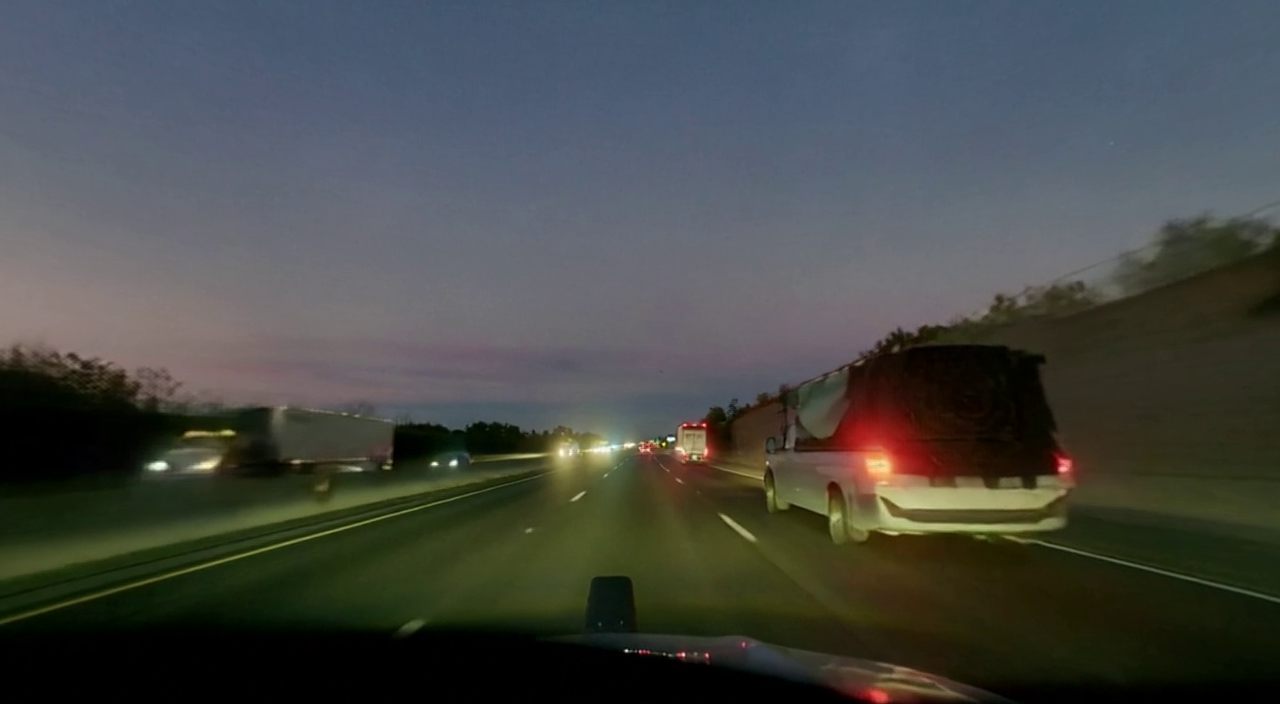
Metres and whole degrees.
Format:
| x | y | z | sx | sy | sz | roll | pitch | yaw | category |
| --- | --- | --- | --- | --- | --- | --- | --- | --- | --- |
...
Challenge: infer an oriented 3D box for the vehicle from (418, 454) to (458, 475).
| x | y | z | sx | sy | sz | roll | pitch | yaw | category |
| --- | --- | --- | --- | --- | --- | --- | --- | --- | --- |
| -14.631 | 8.129 | 45.792 | 1.641 | 1.413 | 3.718 | 0 | -9 | 0 | vehicle |

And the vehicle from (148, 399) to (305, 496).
| x | y | z | sx | sy | sz | roll | pitch | yaw | category |
| --- | --- | --- | --- | --- | --- | --- | --- | --- | --- |
| -18.849 | 4.432 | 29.351 | 3.052 | 4.014 | 5.939 | 0 | -9 | 0 | vehicle |

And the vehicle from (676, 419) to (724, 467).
| x | y | z | sx | sy | sz | roll | pitch | yaw | category |
| --- | --- | --- | --- | --- | --- | --- | --- | --- | --- |
| 4.445 | 7.033 | 48.381 | 2.771 | 3.313 | 8.121 | 0 | -9 | -1 | vehicle |

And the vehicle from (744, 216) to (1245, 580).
| x | y | z | sx | sy | sz | roll | pitch | yaw | category |
| --- | --- | --- | --- | --- | --- | --- | --- | --- | --- |
| 4.440 | 1.205 | 11.698 | 3.032 | 3.785 | 10.333 | 0 | -9 | -1 | vehicle |
